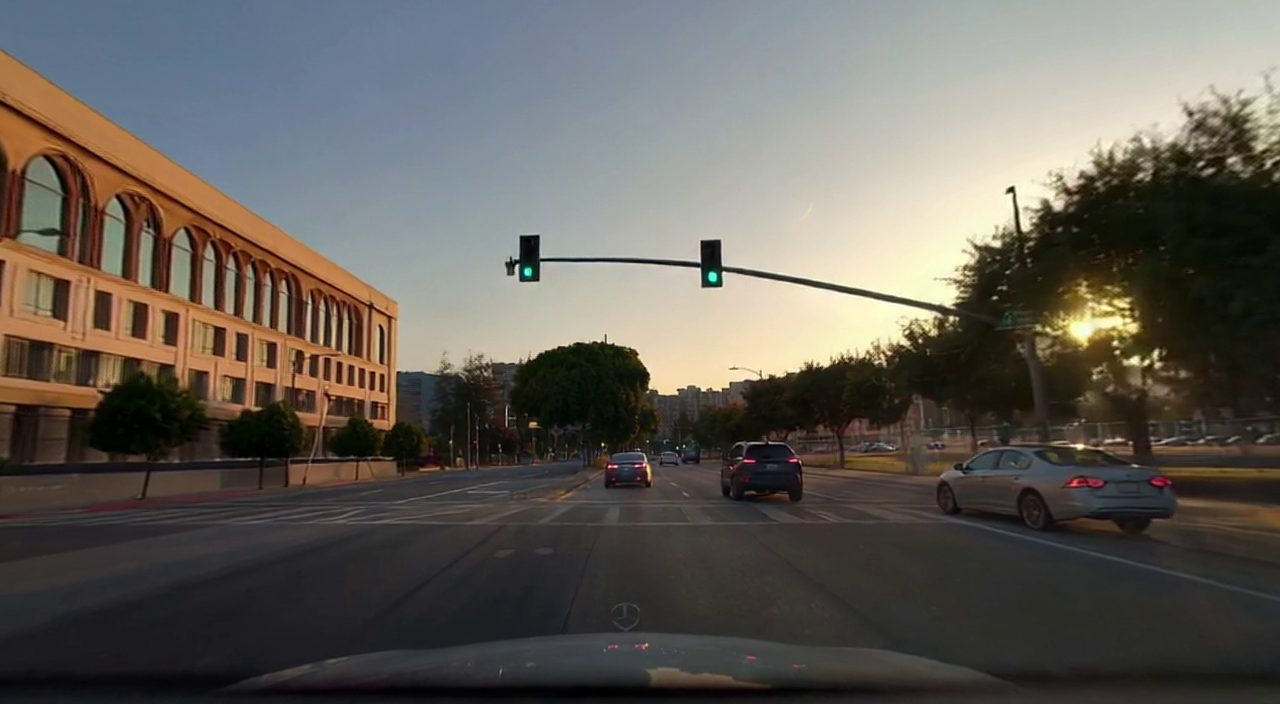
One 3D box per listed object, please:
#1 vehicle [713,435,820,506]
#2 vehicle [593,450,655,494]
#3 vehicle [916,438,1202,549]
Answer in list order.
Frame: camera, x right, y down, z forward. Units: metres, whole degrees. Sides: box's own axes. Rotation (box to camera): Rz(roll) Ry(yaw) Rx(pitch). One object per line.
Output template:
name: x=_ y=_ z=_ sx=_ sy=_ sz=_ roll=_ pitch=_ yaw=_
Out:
vehicle: x=3.408 y=3.297 z=17.989 sx=2.036 sy=1.757 sz=4.300 roll=0 pitch=-9 yaw=-2
vehicle: x=-0.573 y=4.326 z=23.167 sx=2.054 sy=1.446 sz=3.969 roll=0 pitch=-9 yaw=-1
vehicle: x=6.666 y=2.263 z=10.799 sx=1.868 sy=1.472 sz=4.274 roll=0 pitch=-9 yaw=-1
